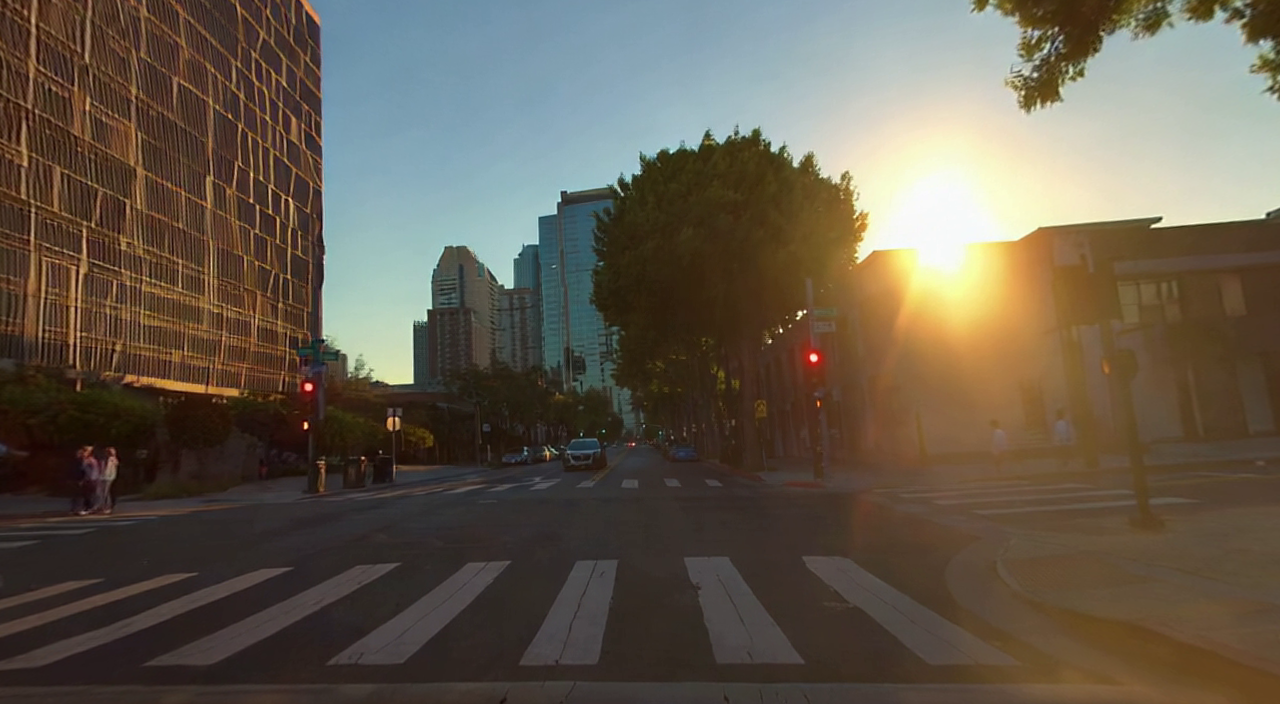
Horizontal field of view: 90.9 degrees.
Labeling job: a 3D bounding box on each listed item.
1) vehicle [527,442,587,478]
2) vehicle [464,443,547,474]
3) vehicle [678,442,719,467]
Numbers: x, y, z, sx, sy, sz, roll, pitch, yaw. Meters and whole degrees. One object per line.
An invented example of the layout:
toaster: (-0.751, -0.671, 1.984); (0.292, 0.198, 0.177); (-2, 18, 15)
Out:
vehicle: (-3.662, 4.819, 28.494); (1.989, 1.481, 4.500); (0, -8, 1)
vehicle: (-8.029, 6.375, 38.005); (4.526, 1.726, 1.963); (8, -12, -44)
vehicle: (3.543, 6.279, 38.855); (1.853, 1.426, 4.160); (1, -8, -3)
